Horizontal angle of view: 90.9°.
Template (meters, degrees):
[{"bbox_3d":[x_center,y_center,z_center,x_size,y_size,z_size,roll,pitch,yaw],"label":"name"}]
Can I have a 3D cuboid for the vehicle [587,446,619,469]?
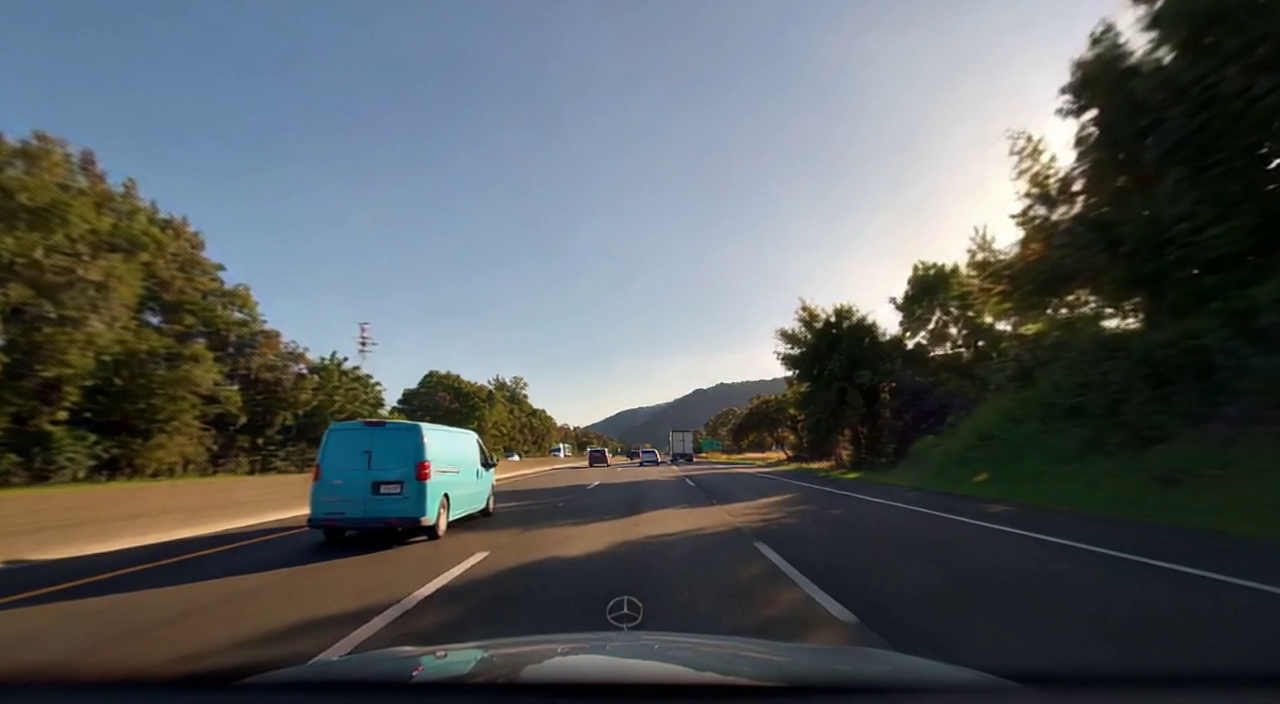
[{"bbox_3d":[-2.839,8.258,49.568,2.112,1.707,4.530,-1,-9,1],"label":"vehicle"}]

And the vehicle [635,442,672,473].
[{"bbox_3d":[0.838,6.703,40.226,2.209,1.825,4.036,-1,-9,1],"label":"vehicle"}]

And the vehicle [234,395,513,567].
[{"bbox_3d":[-3.659,1.909,10.023,2.167,1.991,5.062,0,-9,0],"label":"vehicle"}]
